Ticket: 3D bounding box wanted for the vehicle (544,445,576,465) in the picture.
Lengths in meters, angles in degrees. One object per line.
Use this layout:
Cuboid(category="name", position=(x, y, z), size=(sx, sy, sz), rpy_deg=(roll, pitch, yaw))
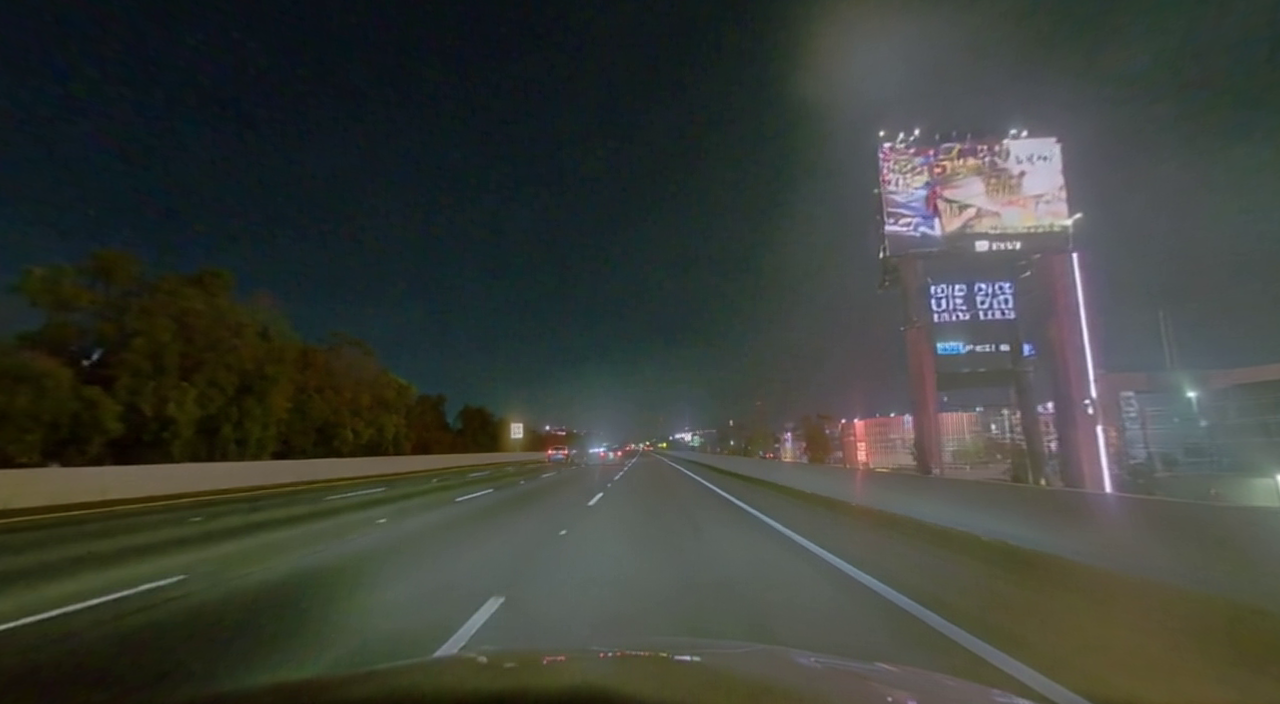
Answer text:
Cuboid(category="vehicle", position=(-6.230, 8.069, 49.489), size=(1.936, 1.462, 4.388), rpy_deg=(0, -8, 1))
